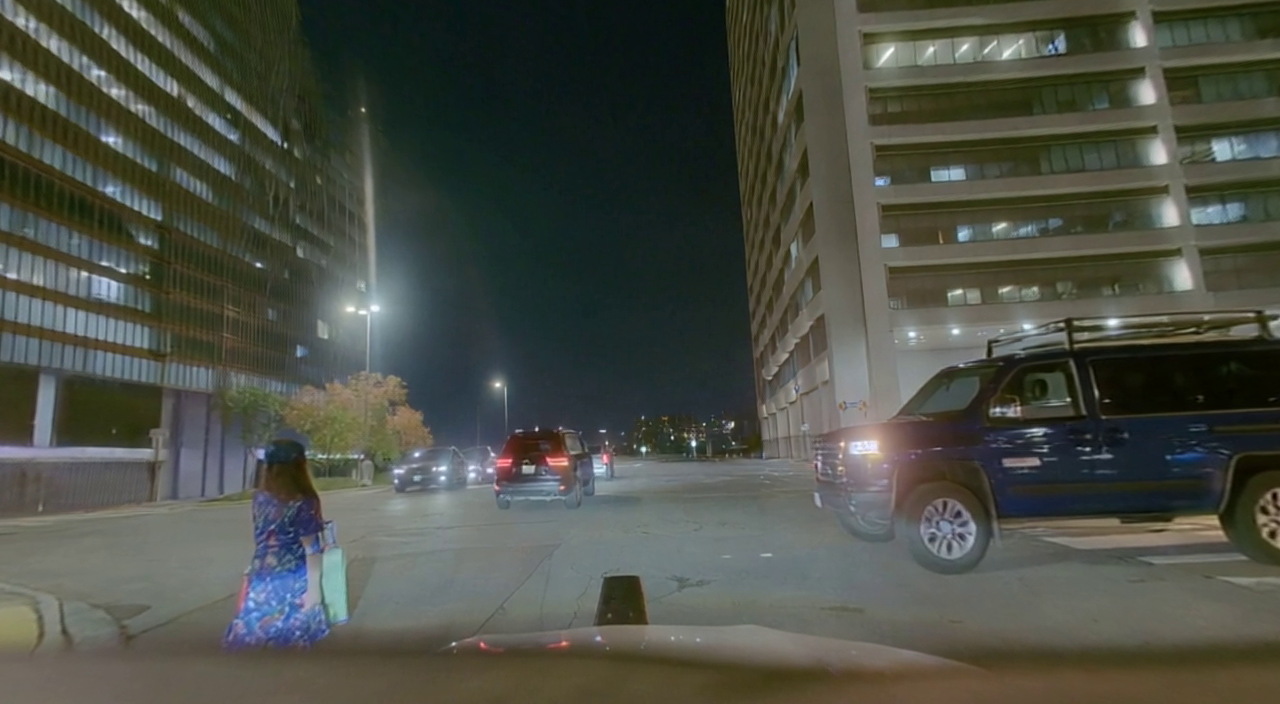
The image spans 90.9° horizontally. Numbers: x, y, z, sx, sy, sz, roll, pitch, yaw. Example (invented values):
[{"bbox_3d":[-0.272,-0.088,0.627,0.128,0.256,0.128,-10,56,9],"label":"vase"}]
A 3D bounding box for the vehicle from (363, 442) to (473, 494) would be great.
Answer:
[{"bbox_3d":[-8.155,4.268,23.675,2.395,1.719,4.549,0,-8,1],"label":"vehicle"}]

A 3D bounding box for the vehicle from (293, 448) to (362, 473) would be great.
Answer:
[{"bbox_3d":[-19.884,6.935,40.310,3.692,1.509,1.803,3,-9,-20],"label":"vehicle"}]

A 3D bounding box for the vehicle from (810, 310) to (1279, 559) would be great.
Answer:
[{"bbox_3d":[6.074,1.065,8.263,6.932,2.753,2.446,0,-8,1],"label":"vehicle"}]

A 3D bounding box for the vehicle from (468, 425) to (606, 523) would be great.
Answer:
[{"bbox_3d":[-1.947,2.487,13.356,2.144,1.733,4.115,0,-8,1],"label":"vehicle"}]

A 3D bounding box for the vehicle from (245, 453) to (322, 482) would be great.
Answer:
[{"bbox_3d":[-19.434,6.296,34.516,3.467,1.456,1.649,4,-9,-24],"label":"vehicle"}]
